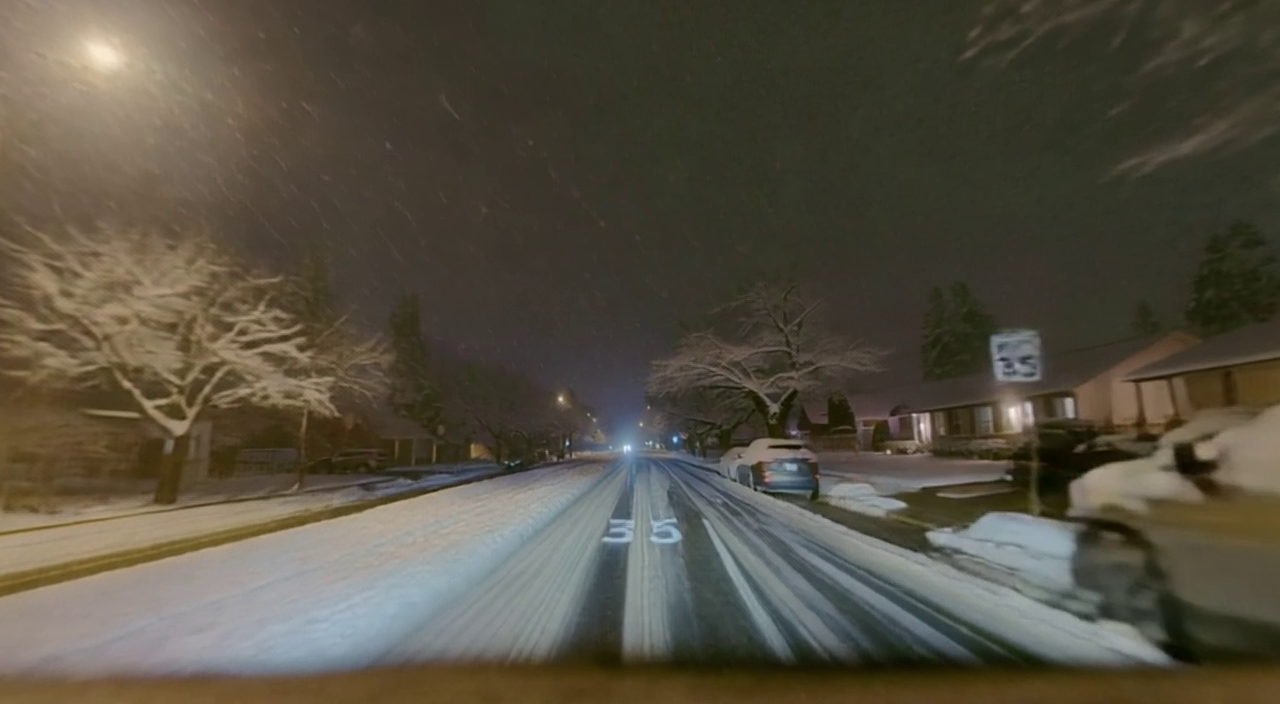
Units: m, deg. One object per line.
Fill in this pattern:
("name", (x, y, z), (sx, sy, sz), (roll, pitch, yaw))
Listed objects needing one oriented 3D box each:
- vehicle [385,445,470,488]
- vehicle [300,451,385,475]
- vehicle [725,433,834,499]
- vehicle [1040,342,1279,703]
("vehicle", (-10.650, 5.739, 32.276), (2.338, 1.871, 5.795), (-2, -8, 0))
("vehicle", (-19.181, 7.144, 40.848), (4.530, 1.477, 1.843), (0, -8, -1))
("vehicle", (4.160, 3.496, 19.825), (2.254, 1.812, 4.817), (0, -8, -1))
("vehicle", (3.998, 0.802, 2.038), (2.169, 1.914, 4.791), (0, -8, -1))
